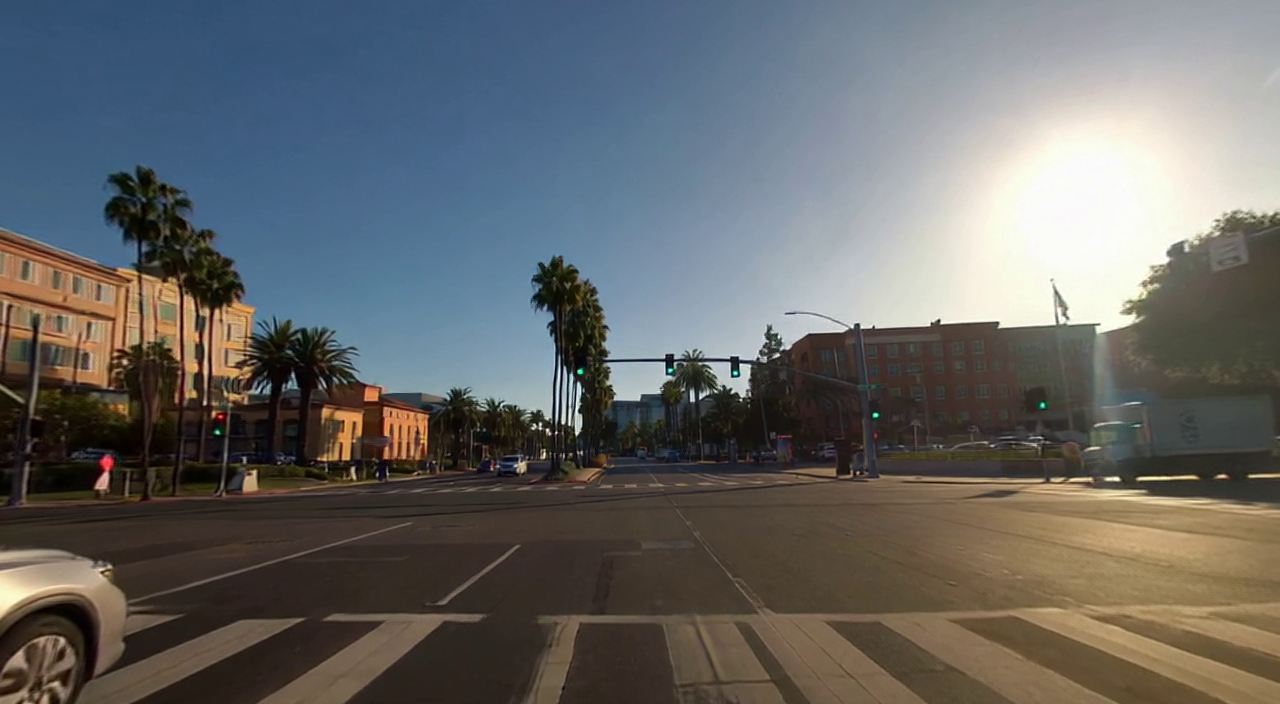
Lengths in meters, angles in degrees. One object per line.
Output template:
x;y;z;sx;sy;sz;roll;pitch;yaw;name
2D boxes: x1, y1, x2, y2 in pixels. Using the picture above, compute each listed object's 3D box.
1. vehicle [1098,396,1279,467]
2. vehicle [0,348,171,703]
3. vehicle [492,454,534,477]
32.586;4.794;37.345;2.863;3.609;10.252;0;-9;-3;vehicle
-3.477;0.613;0.925;2.026;1.723;4.832;0;-9;-3;vehicle
-9.032;8.123;45.334;2.095;1.482;4.523;0;-9;0;vehicle
